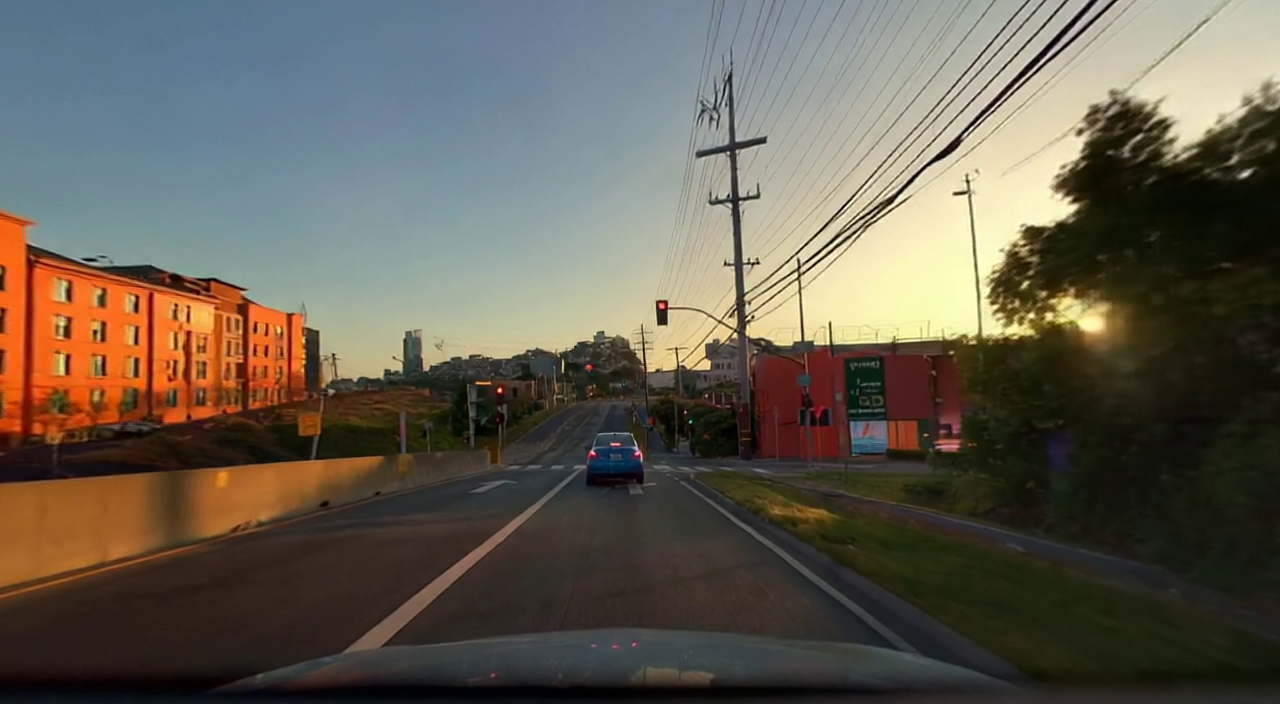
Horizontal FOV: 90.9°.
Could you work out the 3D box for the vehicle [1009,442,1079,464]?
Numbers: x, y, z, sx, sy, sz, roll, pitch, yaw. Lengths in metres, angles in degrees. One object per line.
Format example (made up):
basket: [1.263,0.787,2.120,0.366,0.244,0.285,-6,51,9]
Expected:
vehicle: [27.501,6.838,42.943,1.635,1.433,3.558,5,-9,-32]

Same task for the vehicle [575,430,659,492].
vehicle: [-0.624,3.017,17.895,2.123,1.566,3.662,0,-8,-1]
